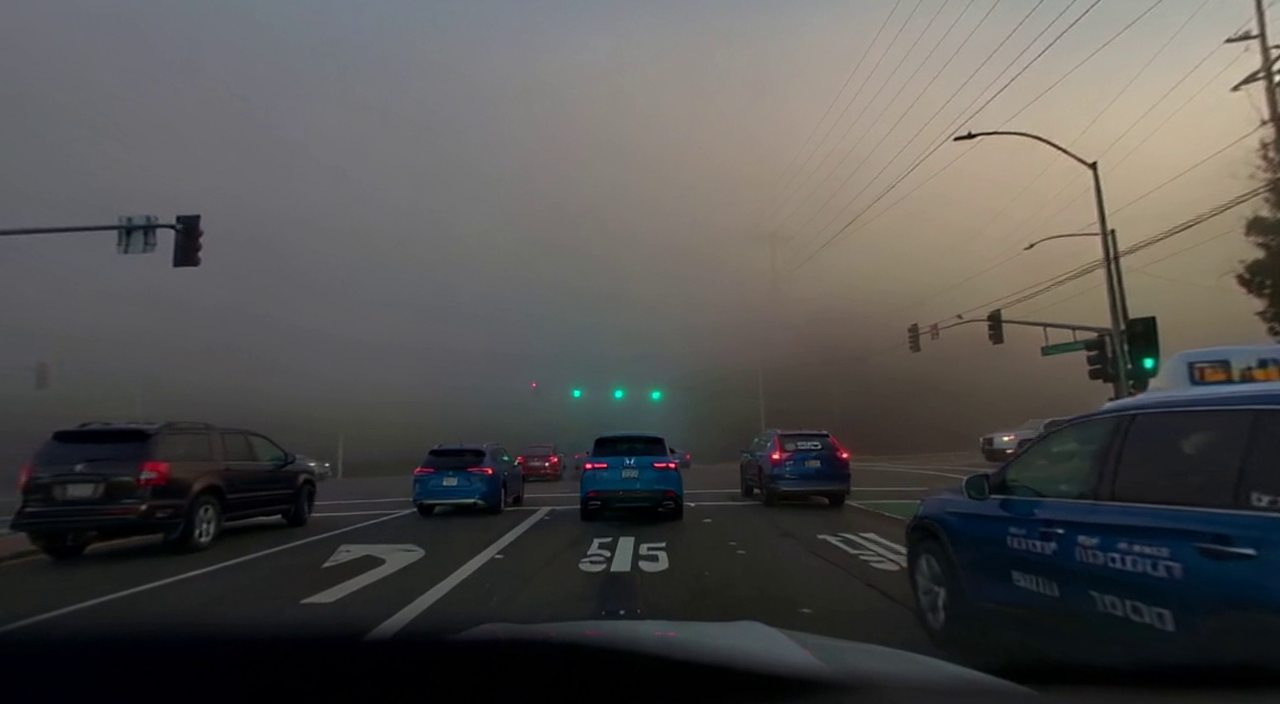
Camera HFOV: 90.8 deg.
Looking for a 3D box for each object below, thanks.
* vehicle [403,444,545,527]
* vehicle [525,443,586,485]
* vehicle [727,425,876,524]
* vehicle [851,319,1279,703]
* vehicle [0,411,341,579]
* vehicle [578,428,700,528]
[{"bbox_3d":[-3.325,2.748,13.664,1.881,1.466,4.484,0,-9,-1],"label":"vehicle"},{"bbox_3d":[-3.538,4.776,27.275,1.939,1.652,4.268,0,-9,1],"label":"vehicle"},{"bbox_3d":[3.286,2.598,13.942,1.999,1.789,4.583,0,-9,-1],"label":"vehicle"},{"bbox_3d":[2.766,0.926,2.895,2.034,1.655,4.465,0,-9,0],"label":"vehicle"},{"bbox_3d":[-6.585,1.909,9.265,2.116,1.812,4.609,0,-9,0],"label":"vehicle"},{"bbox_3d":[-0.024,2.502,13.077,2.111,1.712,4.078,0,-9,0],"label":"vehicle"}]
